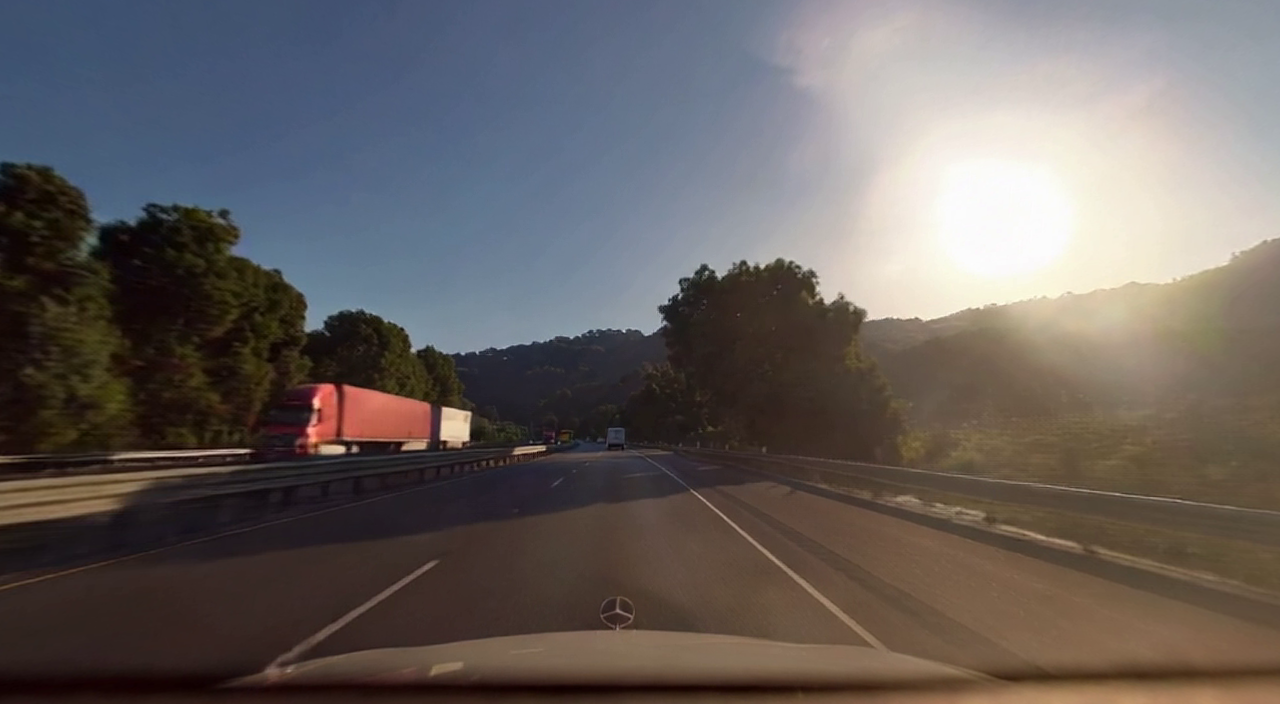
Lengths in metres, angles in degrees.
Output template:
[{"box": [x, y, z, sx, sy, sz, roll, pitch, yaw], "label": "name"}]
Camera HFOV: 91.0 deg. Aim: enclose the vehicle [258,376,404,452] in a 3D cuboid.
[{"box": [-17.377, 3.901, 36.894, 2.822, 3.677, 12.266, 0, -8, -2], "label": "vehicle"}]
